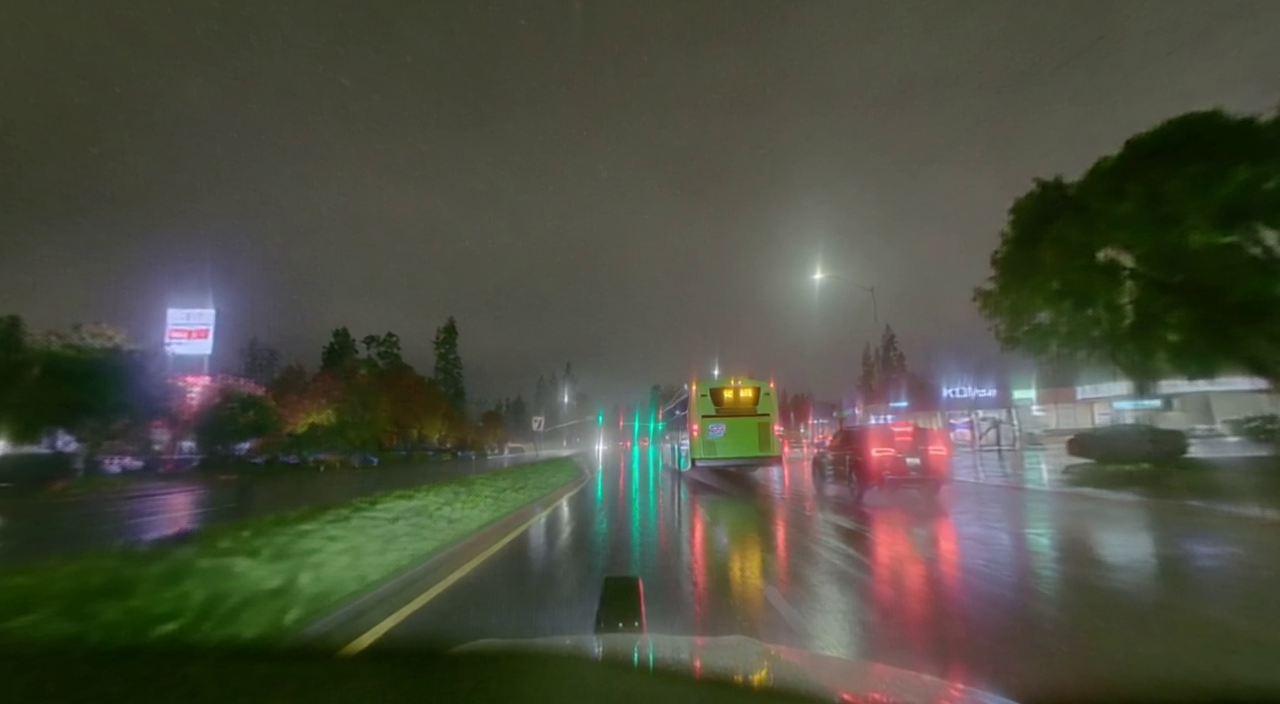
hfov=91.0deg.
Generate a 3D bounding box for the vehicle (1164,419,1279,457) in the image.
[{"bbox_3d":[27.260,4.000,29.064,4.499,1.685,2.065,2,-9,-9],"label":"vehicle"}]

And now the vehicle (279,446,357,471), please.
[{"bbox_3d":[-25.197,8.321,49.350,4.857,1.846,2.185,0,-8,-2],"label":"vehicle"}]

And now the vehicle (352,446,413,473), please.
[{"bbox_3d":[-19.182,8.003,47.113,2.277,1.764,5.283,-2,-8,1],"label":"vehicle"}]

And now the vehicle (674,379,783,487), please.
[{"bbox_3d":[2.946,3.130,23.956,2.766,3.306,9.281,0,-8,0],"label":"vehicle"}]

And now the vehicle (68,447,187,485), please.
[{"bbox_3d":[-28.216,6.250,34.953,2.181,1.901,5.196,0,-8,1],"label":"vehicle"}]

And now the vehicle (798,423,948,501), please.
[{"bbox_3d":[5.927,2.856,16.779,2.129,1.754,4.668,0,-8,-1],"label":"vehicle"}]

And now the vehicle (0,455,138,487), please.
[{"bbox_3d":[-30.885,6.412,34.272,2.314,1.487,5.898,0,-9,-1],"label":"vehicle"}]

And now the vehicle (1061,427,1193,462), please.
[{"bbox_3d":[21.891,4.152,28.359,4.589,1.480,1.979,1,-8,-10],"label":"vehicle"}]
